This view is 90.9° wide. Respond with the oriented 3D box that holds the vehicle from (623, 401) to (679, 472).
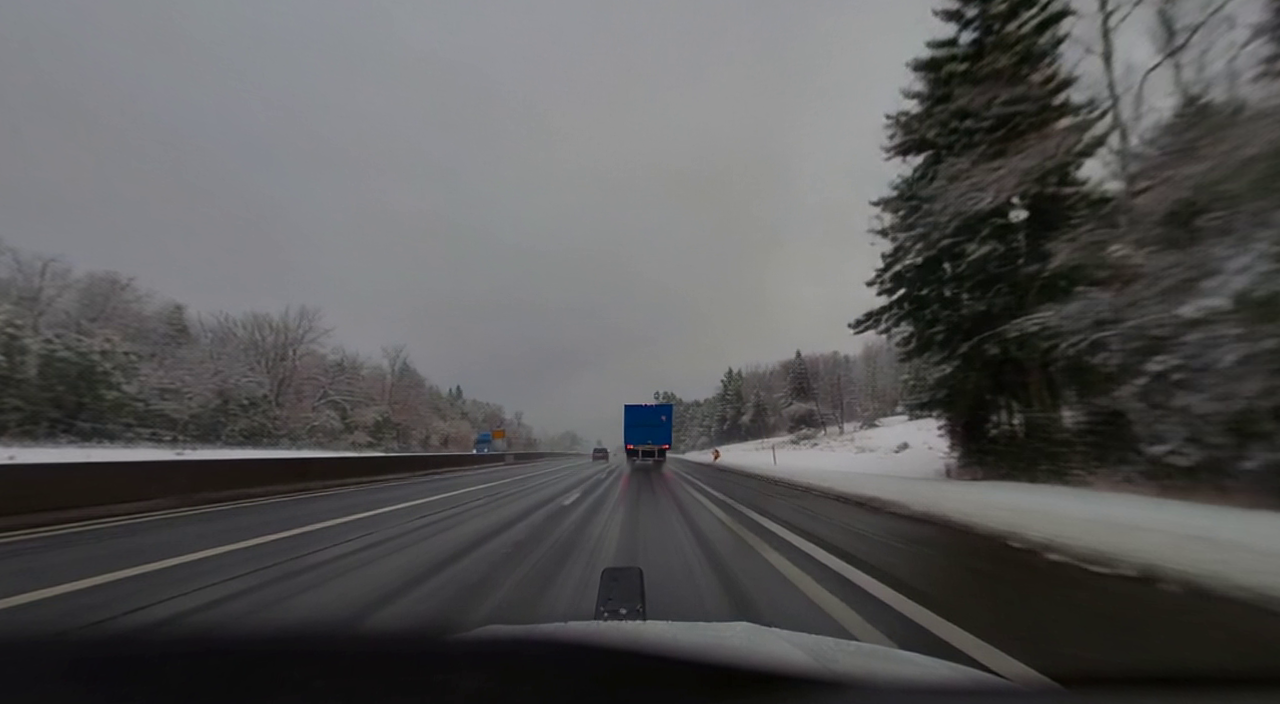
[{"bbox_3d":[0.476,5.611,41.010,3.055,4.009,10.972,0,-9,-2],"label":"vehicle"}]
